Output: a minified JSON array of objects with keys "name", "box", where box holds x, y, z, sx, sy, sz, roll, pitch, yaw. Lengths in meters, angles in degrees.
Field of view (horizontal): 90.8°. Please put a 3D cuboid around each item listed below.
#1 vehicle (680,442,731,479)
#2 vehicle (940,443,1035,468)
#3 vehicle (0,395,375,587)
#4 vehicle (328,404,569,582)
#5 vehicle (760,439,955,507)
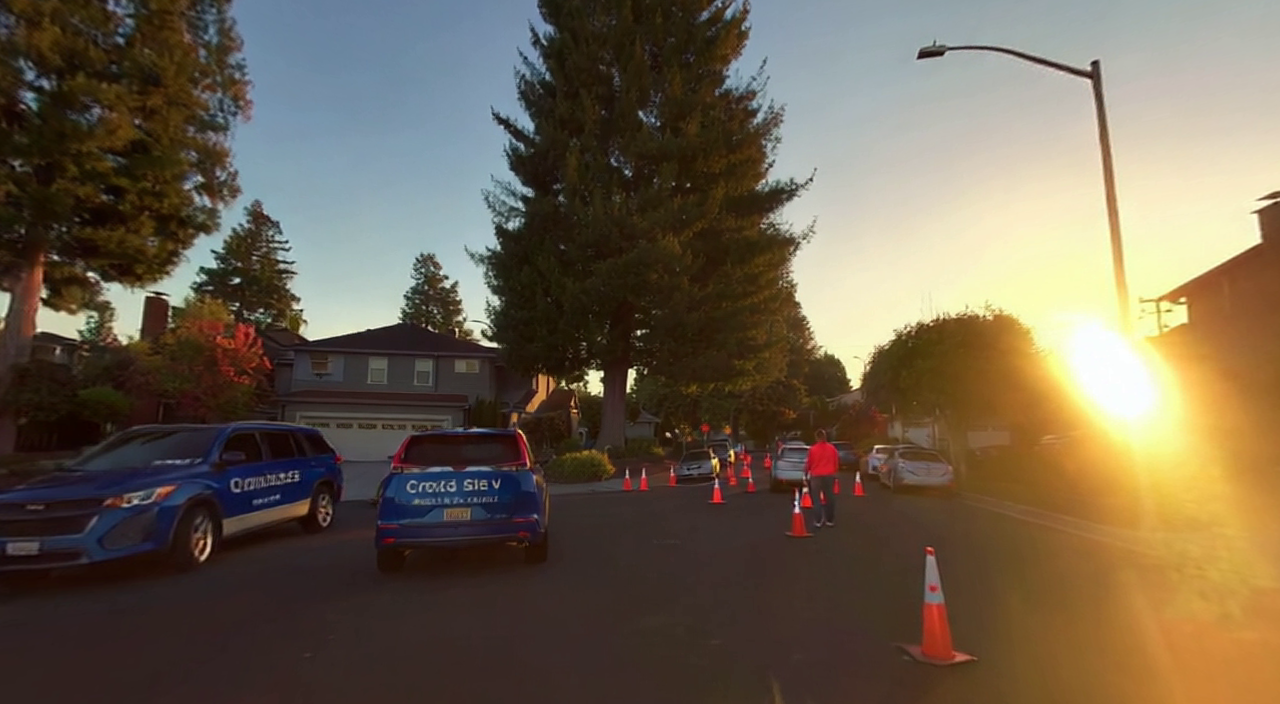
[{"name":"vehicle","box":[3.475,5.562,32.650,2.014,1.742,4.297,-2,-9,14]},{"name":"vehicle","box":[22.755,6.799,41.548,5.066,1.534,1.905,-2,-9,10]},{"name":"vehicle","box":[-6.005,1.740,8.802,2.471,1.892,4.952,0,-8,0]},{"name":"vehicle","box":[-2.332,1.732,8.576,2.350,1.748,4.094,2,-9,-11]},{"name":"vehicle","box":[5.923,3.238,17.395,4.656,1.577,2.099,2,-8,-17]}]
